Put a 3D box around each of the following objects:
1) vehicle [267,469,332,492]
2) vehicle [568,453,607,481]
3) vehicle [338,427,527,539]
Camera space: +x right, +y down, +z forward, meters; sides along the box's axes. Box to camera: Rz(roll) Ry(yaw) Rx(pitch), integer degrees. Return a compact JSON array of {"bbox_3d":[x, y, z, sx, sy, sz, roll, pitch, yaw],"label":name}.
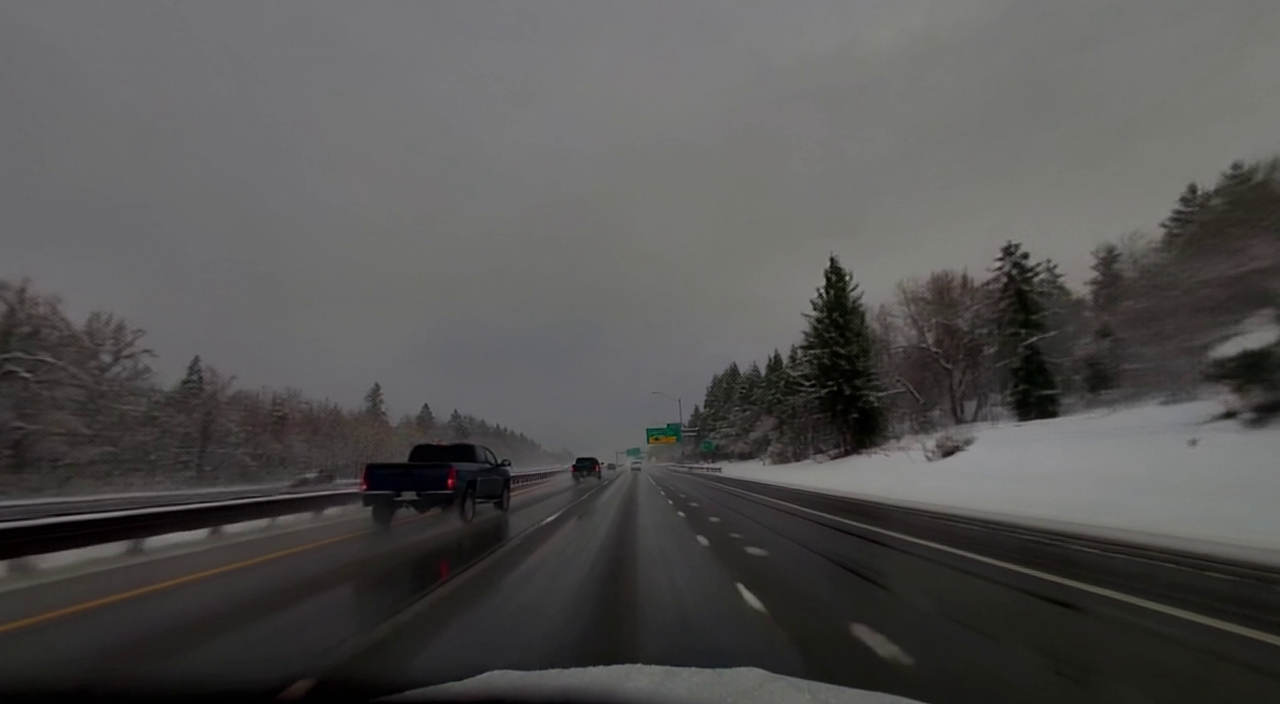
[{"bbox_3d":[-23.339,8.798,43.404,1.848,1.482,4.631,0,-10,1],"label":"vehicle"},{"bbox_3d":[-3.777,8.416,46.078,2.390,1.879,4.423,1,-10,0],"label":"vehicle"},{"bbox_3d":[-3.977,2.676,13.230,2.272,1.873,4.832,1,-10,0],"label":"vehicle"}]
